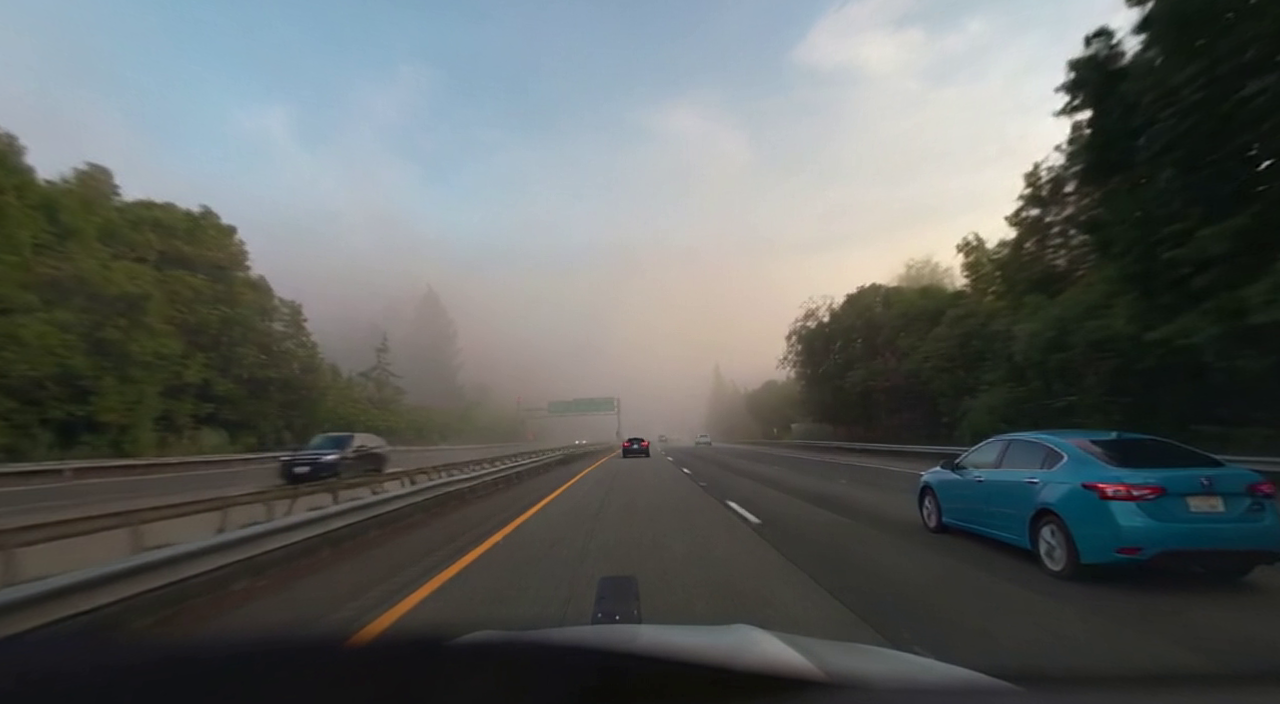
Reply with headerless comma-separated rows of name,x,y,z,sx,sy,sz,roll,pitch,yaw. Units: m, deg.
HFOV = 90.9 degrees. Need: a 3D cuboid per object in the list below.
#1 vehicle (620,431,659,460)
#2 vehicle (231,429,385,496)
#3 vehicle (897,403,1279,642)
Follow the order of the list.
vehicle,-0.027,5.199,35.110,2.046,1.526,3.903,0,-8,0
vehicle,-9.506,3.172,18.609,2.128,1.691,4.589,0,-8,-1
vehicle,4.521,1.368,6.213,1.981,1.467,4.459,0,-8,-2
